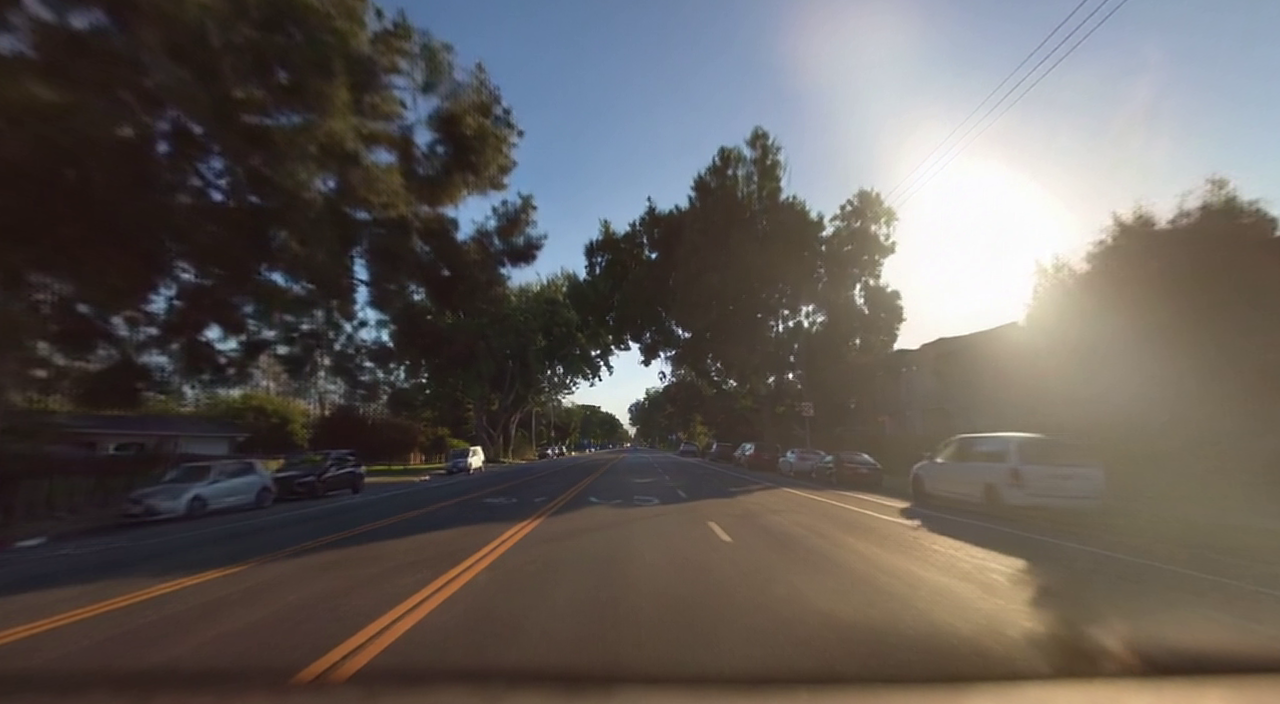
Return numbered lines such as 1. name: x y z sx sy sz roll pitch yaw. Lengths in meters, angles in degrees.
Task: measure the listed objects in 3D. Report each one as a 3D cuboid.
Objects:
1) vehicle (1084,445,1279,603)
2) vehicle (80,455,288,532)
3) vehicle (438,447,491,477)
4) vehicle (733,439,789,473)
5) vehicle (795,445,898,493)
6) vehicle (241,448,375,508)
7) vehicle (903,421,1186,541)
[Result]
1. vehicle: 6.881 1.665 6.367 1.882 1.433 4.622 -1 -9 7
2. vehicle: -10.741 3.311 15.356 1.840 1.526 4.214 0 -8 1
3. vehicle: -10.998 6.905 39.883 2.048 1.692 4.635 -2 -9 0
4. vehicle: 6.898 5.984 36.625 2.087 1.762 5.493 0 -8 0
5. vehicle: 7.214 4.105 22.634 1.982 1.479 4.687 0 -8 -2
6. vehicle: -10.637 4.041 20.693 1.974 1.682 4.339 -2 -9 1
7. vehicle: 7.293 2.364 12.346 2.064 1.802 5.293 0 -8 1
